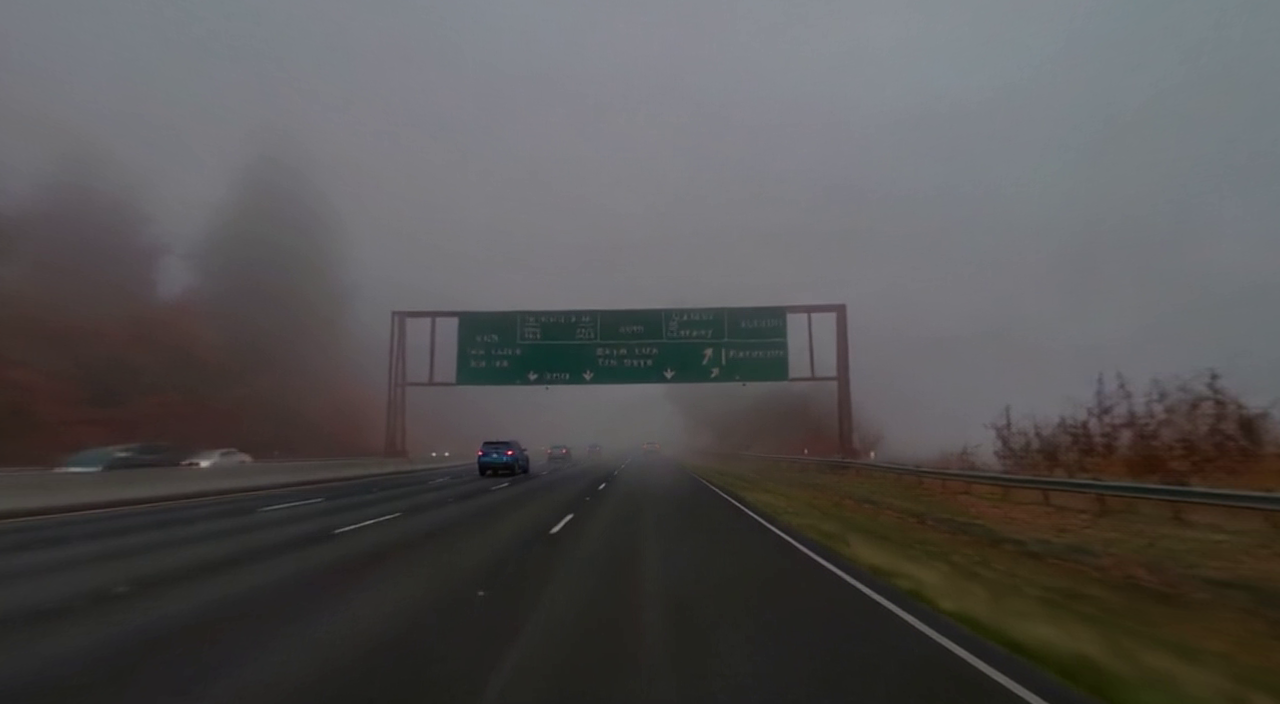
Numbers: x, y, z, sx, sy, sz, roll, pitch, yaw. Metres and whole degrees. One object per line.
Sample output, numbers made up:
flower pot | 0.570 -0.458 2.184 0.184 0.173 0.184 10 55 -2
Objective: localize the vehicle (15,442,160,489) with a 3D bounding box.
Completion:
vehicle | -18.480 3.780 21.297 1.582 1.440 3.554 0 -9 1

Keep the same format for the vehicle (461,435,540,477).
vehicle | -6.185 4.673 28.537 2.402 1.733 4.512 0 -8 2
